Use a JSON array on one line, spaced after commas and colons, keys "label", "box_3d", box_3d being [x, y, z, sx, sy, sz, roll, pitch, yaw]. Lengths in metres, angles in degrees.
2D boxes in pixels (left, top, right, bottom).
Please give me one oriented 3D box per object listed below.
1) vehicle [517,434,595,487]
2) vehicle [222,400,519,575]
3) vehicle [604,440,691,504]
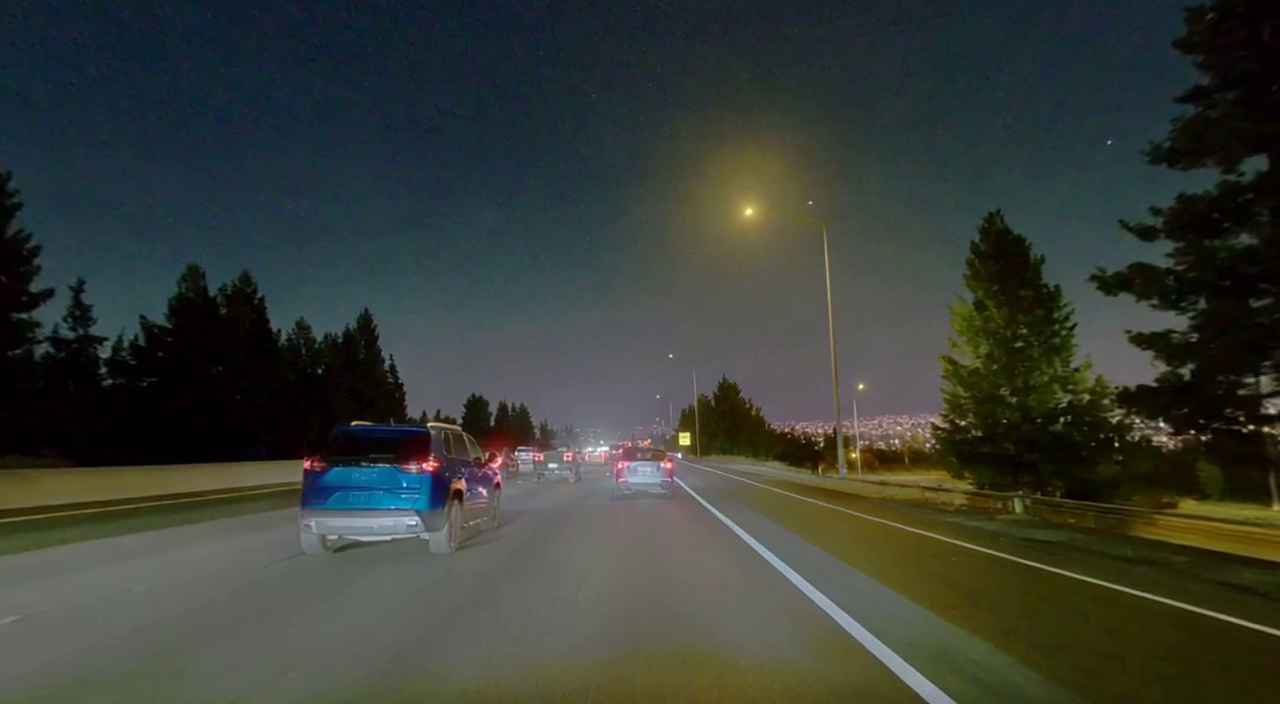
[{"label": "vehicle", "box_3d": [-3.028, 4.053, 23.753, 2.125, 1.771, 4.721, 0, -9, 2]}, {"label": "vehicle", "box_3d": [-3.206, 1.713, 8.653, 2.123, 1.798, 4.108, 0, -9, 2]}, {"label": "vehicle", "box_3d": [0.151, 3.175, 17.056, 2.068, 1.488, 4.045, 0, -9, 0]}]
